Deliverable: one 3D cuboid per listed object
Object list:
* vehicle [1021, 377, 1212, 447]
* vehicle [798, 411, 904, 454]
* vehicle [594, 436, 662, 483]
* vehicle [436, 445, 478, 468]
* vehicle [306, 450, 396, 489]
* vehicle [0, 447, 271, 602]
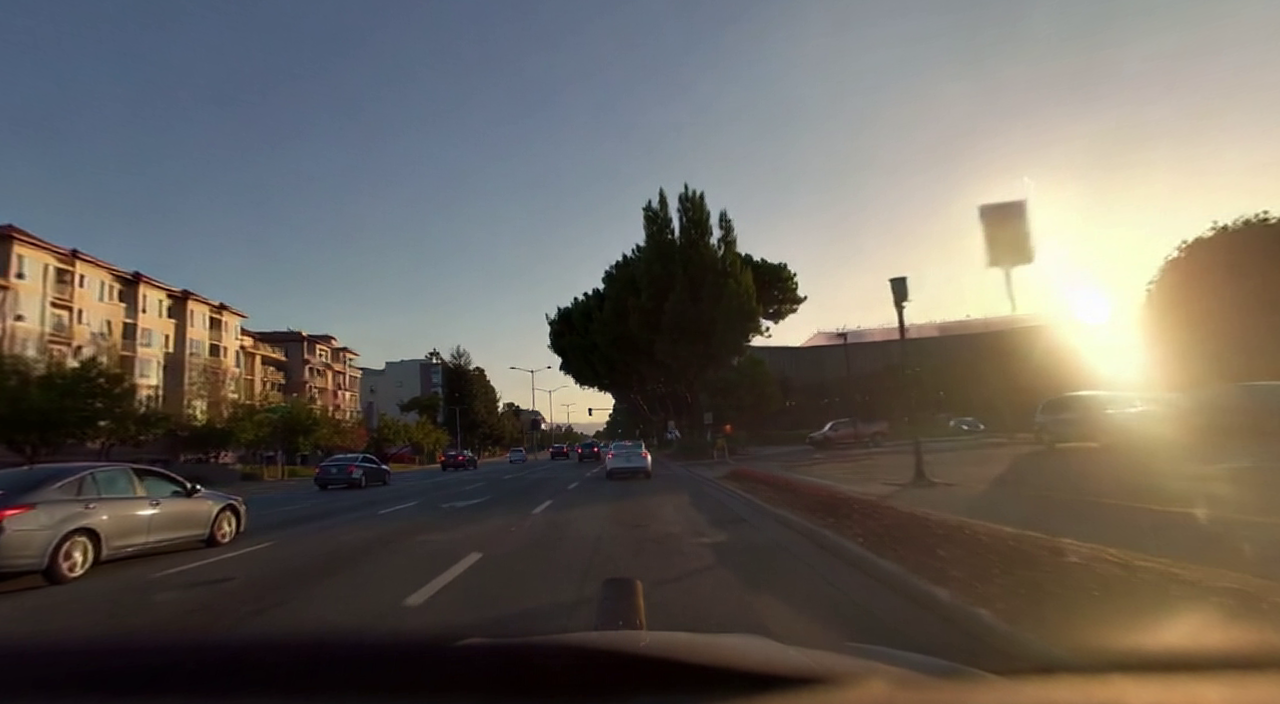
[{"bbox_3d":[15.844,2.184,21.535,2.395,2.028,5.135,0,-9,-1],"label":"vehicle"},{"bbox_3d":[12.697,4.853,38.310,5.253,2.014,2.666,-5,-6,-4],"label":"vehicle"},{"bbox_3d":[-0.401,3.687,21.963,2.099,1.469,4.389,0,-8,-1],"label":"vehicle"},{"bbox_3d":[-14.272,8.182,49.527,2.064,1.686,4.380,0,-8,-1],"label":"vehicle"},{"bbox_3d":[-12.270,4.979,27.210,2.024,1.484,4.592,1,-9,-5],"label":"vehicle"},{"bbox_3d":[-7.045,1.951,8.057,1.906,1.449,4.576,0,-8,0],"label":"vehicle"}]
